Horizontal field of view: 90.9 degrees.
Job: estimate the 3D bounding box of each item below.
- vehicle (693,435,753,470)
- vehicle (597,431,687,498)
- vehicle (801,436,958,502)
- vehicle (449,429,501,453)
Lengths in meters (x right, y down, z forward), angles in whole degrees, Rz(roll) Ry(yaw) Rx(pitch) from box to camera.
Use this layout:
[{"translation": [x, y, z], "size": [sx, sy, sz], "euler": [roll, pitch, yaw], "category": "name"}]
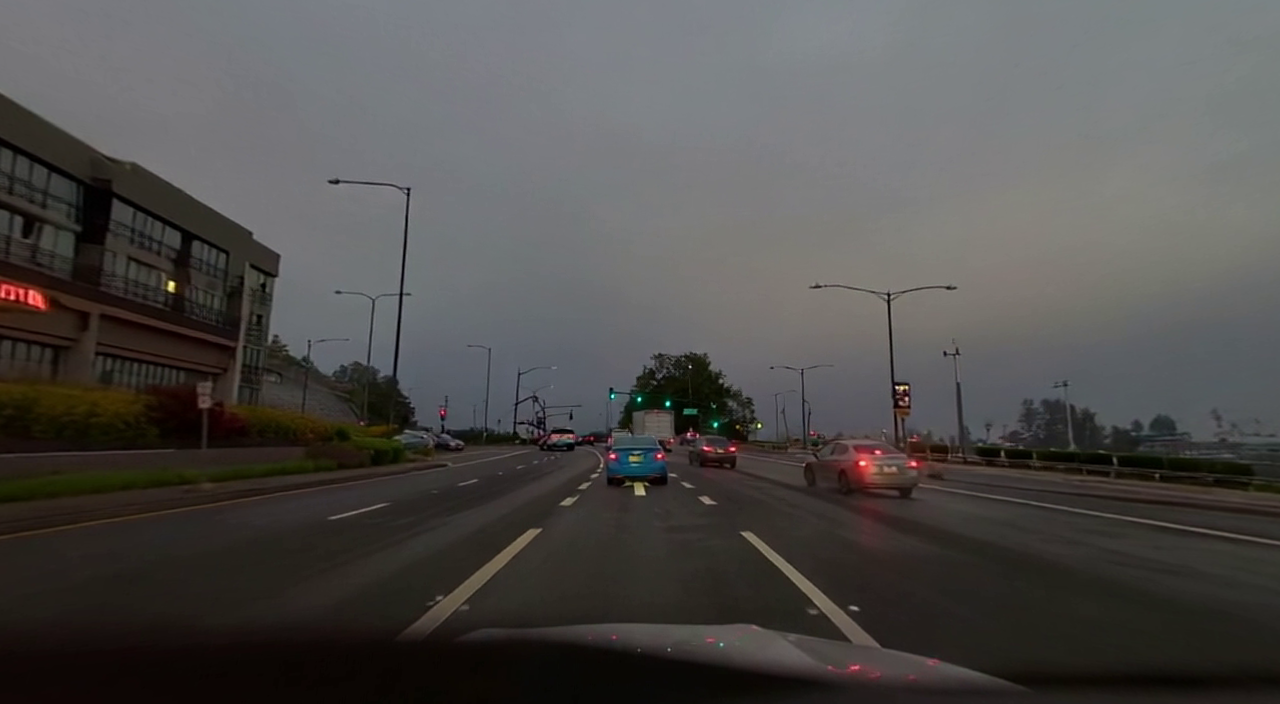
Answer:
[{"translation": [3.641, 4.474, 28.321], "size": [1.889, 1.480, 3.876], "euler": [1, -8, -4], "category": "vehicle"}, {"translation": [0.027, 2.735, 15.808], "size": [1.991, 1.472, 3.518], "euler": [0, -8, -1], "category": "vehicle"}, {"translation": [5.852, 2.885, 16.183], "size": [2.081, 1.434, 4.833], "euler": [0, -8, -1], "category": "vehicle"}, {"translation": [-12.858, 6.864, 48.869], "size": [2.150, 1.758, 5.255], "euler": [5, -9, -34], "category": "vehicle"}]
